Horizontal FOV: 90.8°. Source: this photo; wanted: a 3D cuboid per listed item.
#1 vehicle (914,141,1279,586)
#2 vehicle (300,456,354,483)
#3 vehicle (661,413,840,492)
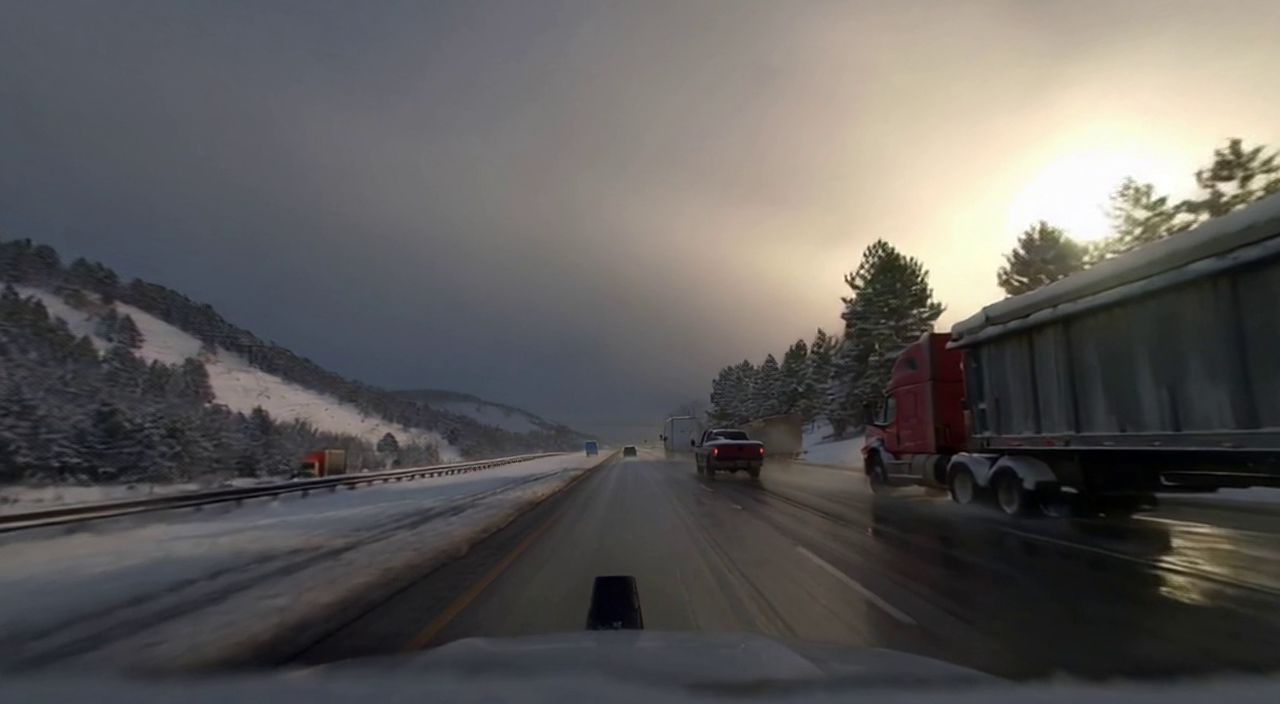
[{"bbox_3d":[7.570,0.045,5.609,2.935,4.187,16.357,0,-9,0],"label":"vehicle"},{"bbox_3d":[-23.104,8.665,46.838,1.897,1.819,4.093,0,-9,0],"label":"vehicle"},{"bbox_3d":[3.303,3.132,19.885,5.075,2.277,2.365,0,-9,-3],"label":"vehicle"}]
